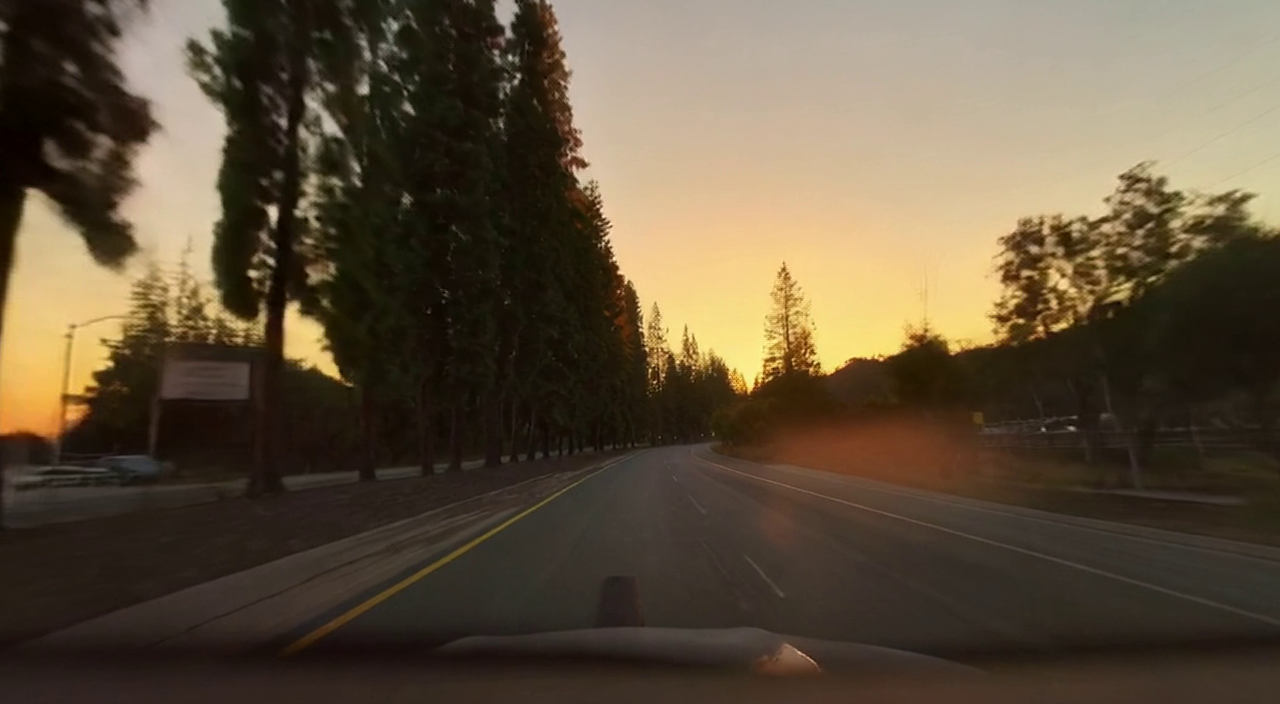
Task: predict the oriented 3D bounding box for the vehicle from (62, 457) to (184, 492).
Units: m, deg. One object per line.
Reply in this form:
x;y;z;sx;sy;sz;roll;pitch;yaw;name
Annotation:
-32.169;7.591;39.406;5.647;2.071;2.194;0;-9;2;vehicle
